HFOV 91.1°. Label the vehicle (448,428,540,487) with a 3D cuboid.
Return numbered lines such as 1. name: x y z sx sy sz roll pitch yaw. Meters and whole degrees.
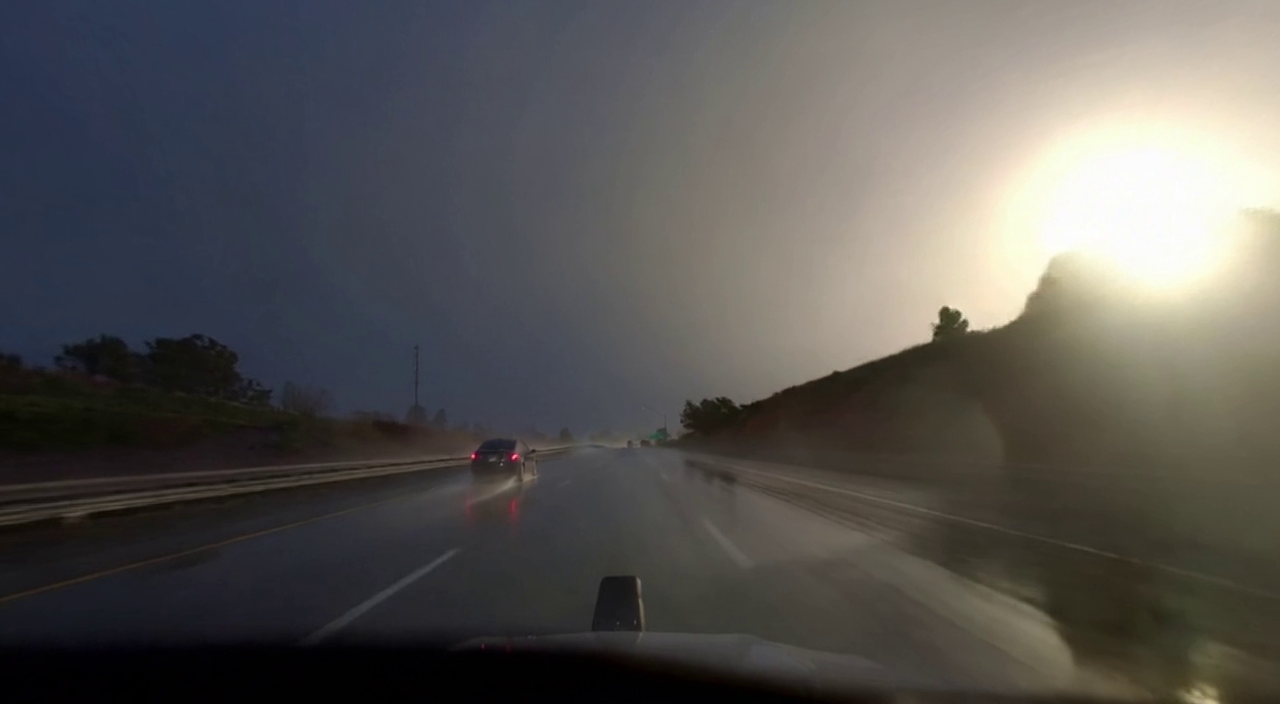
1. vehicle: -4.611 3.396 20.532 2.063 1.661 4.439 2 -8 -2
